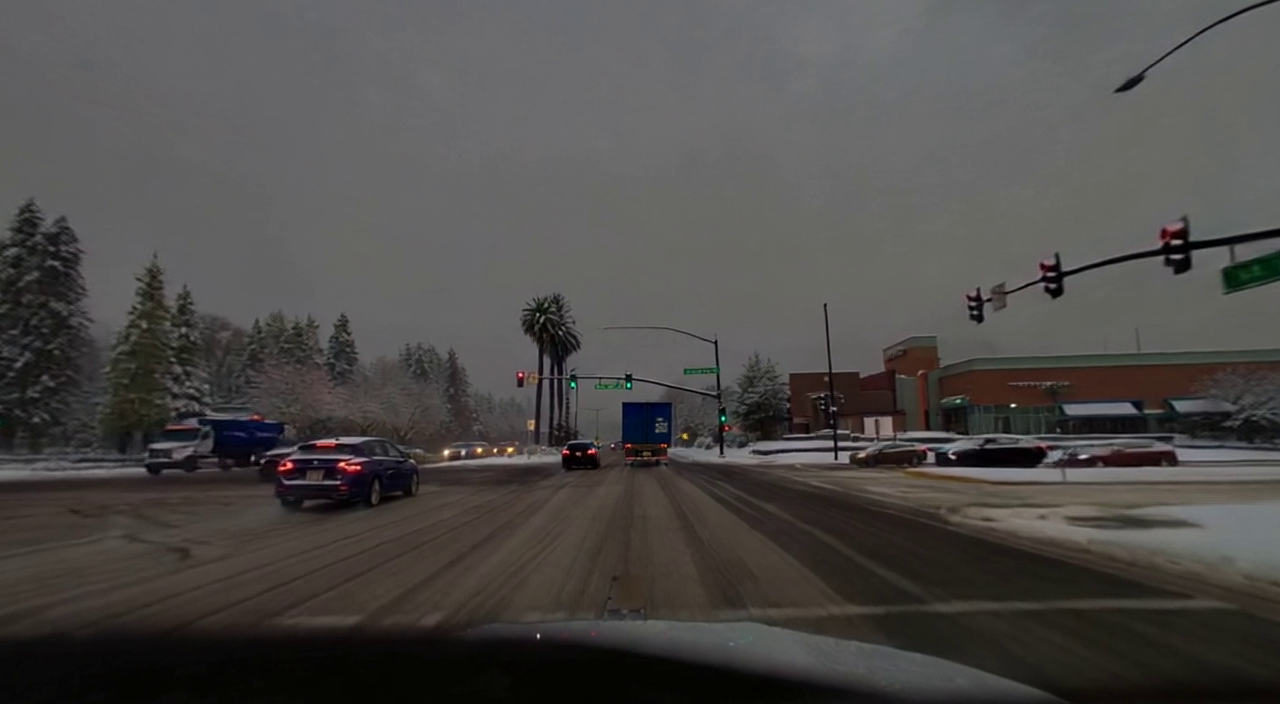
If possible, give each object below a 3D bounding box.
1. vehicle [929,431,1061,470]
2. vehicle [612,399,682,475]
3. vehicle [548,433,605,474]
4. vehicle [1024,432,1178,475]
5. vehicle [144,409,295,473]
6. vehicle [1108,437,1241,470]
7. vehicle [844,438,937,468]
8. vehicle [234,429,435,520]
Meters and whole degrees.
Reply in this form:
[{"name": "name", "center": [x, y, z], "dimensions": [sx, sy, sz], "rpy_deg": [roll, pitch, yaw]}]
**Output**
[{"name": "vehicle", "center": [16.871, 4.713, 30.037], "dimensions": [5.039, 1.744, 2.043], "rpy_deg": [0, -9, 0]}, {"name": "vehicle", "center": [0.308, 4.121, 30.284], "dimensions": [2.993, 3.235, 6.692], "rpy_deg": [0, -8, 0]}, {"name": "vehicle", "center": [-2.996, 4.911, 30.593], "dimensions": [2.178, 1.826, 4.933], "rpy_deg": [0, -8, 1]}, {"name": "vehicle", "center": [19.396, 4.312, 26.581], "dimensions": [4.831, 1.529, 1.966], "rpy_deg": [-3, -10, 0]}, {"name": "vehicle", "center": [-28.505, 6.188, 43.546], "dimensions": [2.982, 3.868, 10.493], "rpy_deg": [0, -8, 1]}, {"name": "vehicle", "center": [25.327, 4.832, 29.846], "dimensions": [4.506, 1.484, 1.928], "rpy_deg": [0, -9, 1]}, {"name": "vehicle", "center": [14.600, 5.945, 36.789], "dimensions": [4.568, 1.485, 1.936], "rpy_deg": [-2, -11, 0]}, {"name": "vehicle", "center": [-6.351, 2.590, 13.845], "dimensions": [2.045, 1.630, 4.680], "rpy_deg": [0, -8, 0]}]
